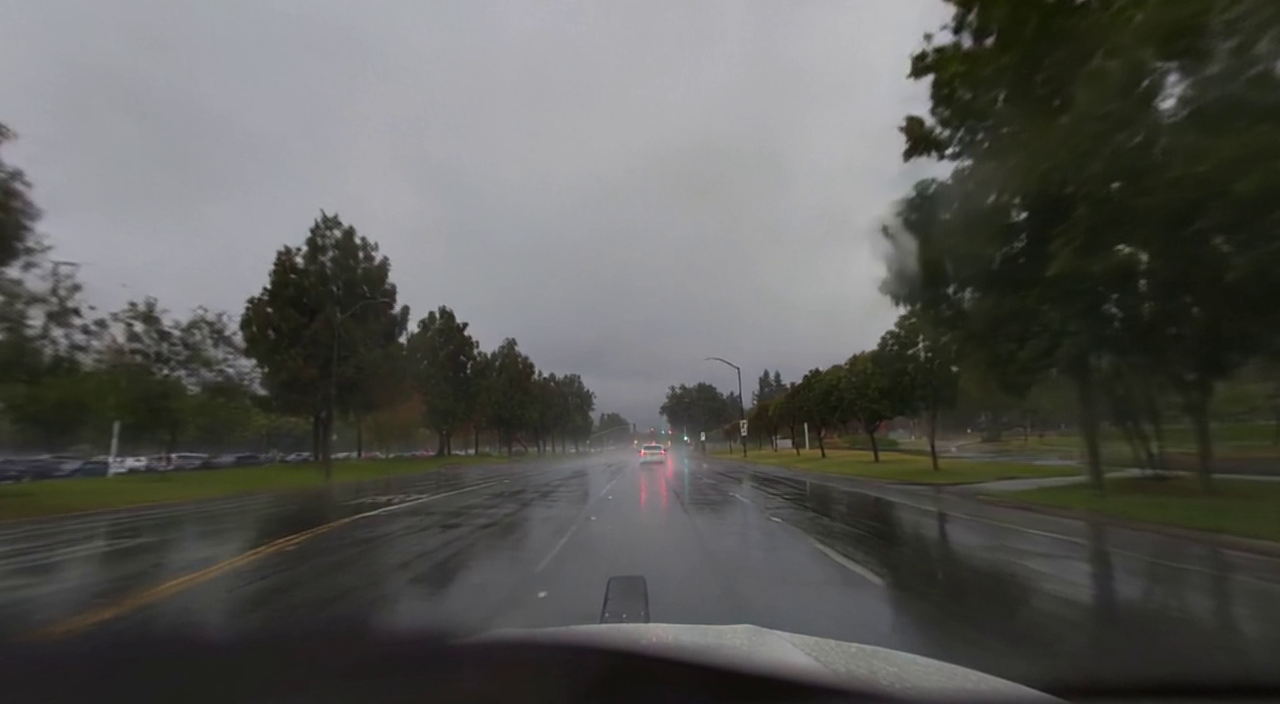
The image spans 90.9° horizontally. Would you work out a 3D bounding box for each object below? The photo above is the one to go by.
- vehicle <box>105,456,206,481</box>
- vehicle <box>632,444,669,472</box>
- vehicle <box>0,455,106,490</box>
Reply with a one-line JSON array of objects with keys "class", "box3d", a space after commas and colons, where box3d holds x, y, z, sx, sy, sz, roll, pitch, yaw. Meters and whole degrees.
[{"class": "vehicle", "box3d": [-30.011, 7.213, 39.155, 4.617, 1.450, 1.968, -1, -8, 1]}, {"class": "vehicle", "box3d": [0.573, 6.079, 36.452, 1.978, 1.499, 3.915, 0, -8, 0]}, {"class": "vehicle", "box3d": [-29.593, 5.937, 31.246, 4.389, 1.588, 2.048, -1, -8, 1]}]
